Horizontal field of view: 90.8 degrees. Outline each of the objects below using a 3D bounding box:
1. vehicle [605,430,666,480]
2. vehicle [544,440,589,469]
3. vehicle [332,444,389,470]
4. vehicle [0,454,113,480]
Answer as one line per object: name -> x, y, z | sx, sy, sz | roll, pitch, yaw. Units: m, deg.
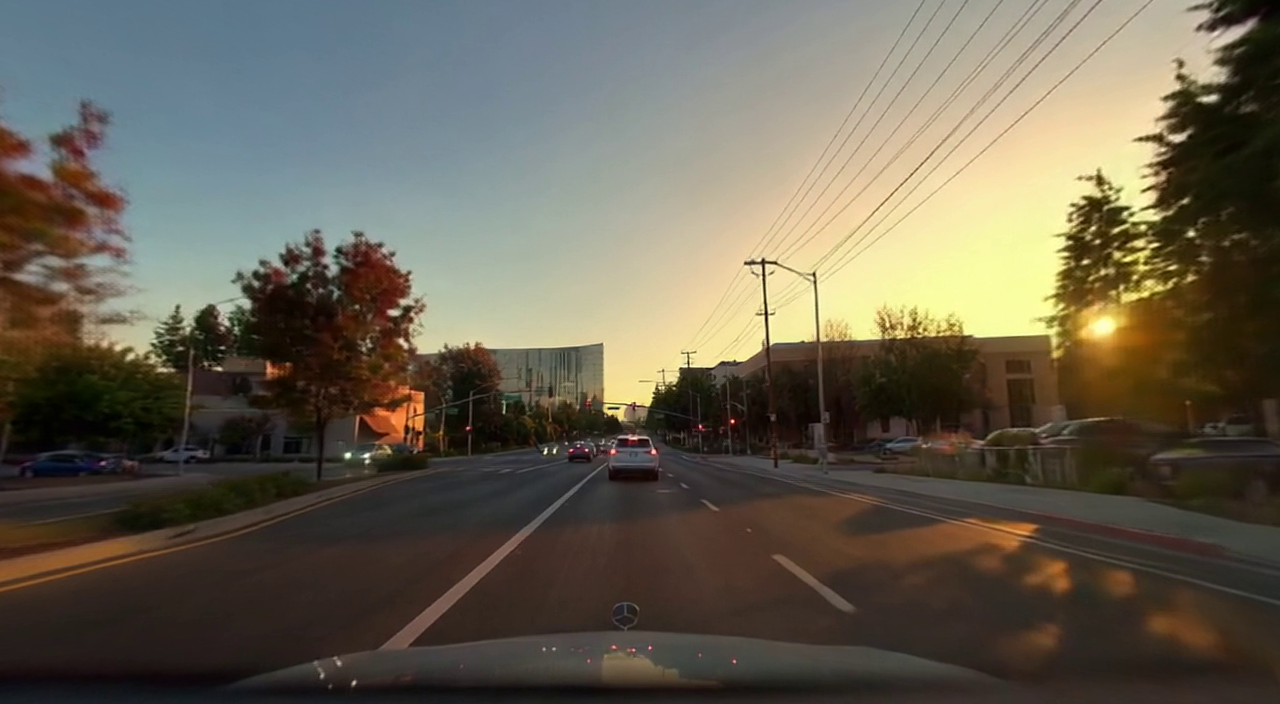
vehicle -> -0.208, 4.022, 24.785 | 2.188, 1.782, 3.982 | 0, -8, -1
vehicle -> -4.034, 5.718, 35.415 | 2.075, 1.474, 4.367 | 0, -8, -1
vehicle -> -19.478, 7.314, 44.247 | 1.945, 1.700, 4.465 | 0, -9, 0
vehicle -> -34.242, 6.721, 37.129 | 4.608, 1.435, 2.076 | 0, -8, 0
